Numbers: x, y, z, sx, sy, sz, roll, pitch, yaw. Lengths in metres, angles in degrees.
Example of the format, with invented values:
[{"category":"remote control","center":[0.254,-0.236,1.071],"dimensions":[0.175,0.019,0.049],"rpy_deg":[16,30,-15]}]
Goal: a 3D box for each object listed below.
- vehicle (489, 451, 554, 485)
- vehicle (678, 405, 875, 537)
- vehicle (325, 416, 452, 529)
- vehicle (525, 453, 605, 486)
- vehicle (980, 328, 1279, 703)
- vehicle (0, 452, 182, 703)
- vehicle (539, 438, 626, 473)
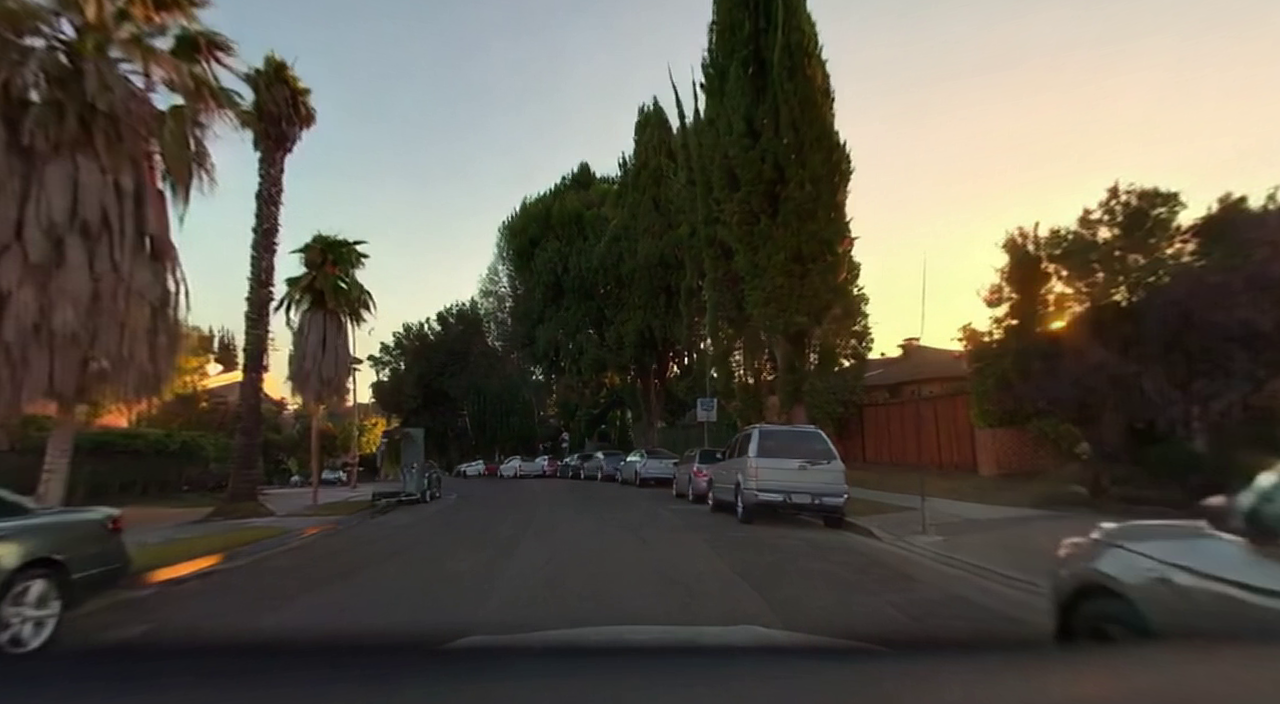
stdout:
[{"category":"vehicle","center":[-6.980,6.684,36.681],"dimensions":[1.918,1.753,4.655],"rpy_deg":[6,-10,-35]},{"category":"vehicle","center":[2.266,2.181,12.169],"dimensions":[2.139,1.997,4.864],"rpy_deg":[1,-9,-7]},{"category":"vehicle","center":[-6.704,3.239,17.541],"dimensions":[2.337,2.289,6.092],"rpy_deg":[-6,-8,-15]},{"category":"vehicle","center":[-3.932,5.939,32.193],"dimensions":[2.108,1.503,4.977],"rpy_deg":[5,-10,-31]},{"category":"vehicle","center":[2.681,0.656,0.852],"dimensions":[2.076,1.658,4.604],"rpy_deg":[0,-9,4]},{"category":"vehicle","center":[-4.841,1.238,2.909],"dimensions":[1.908,1.482,4.612],"rpy_deg":[0,-8,1]},{"category":"vehicle","center":[-3.942,7.101,43.381],"dimensions":[5.510,2.121,2.129],"rpy_deg":[0,-9,14]}]
